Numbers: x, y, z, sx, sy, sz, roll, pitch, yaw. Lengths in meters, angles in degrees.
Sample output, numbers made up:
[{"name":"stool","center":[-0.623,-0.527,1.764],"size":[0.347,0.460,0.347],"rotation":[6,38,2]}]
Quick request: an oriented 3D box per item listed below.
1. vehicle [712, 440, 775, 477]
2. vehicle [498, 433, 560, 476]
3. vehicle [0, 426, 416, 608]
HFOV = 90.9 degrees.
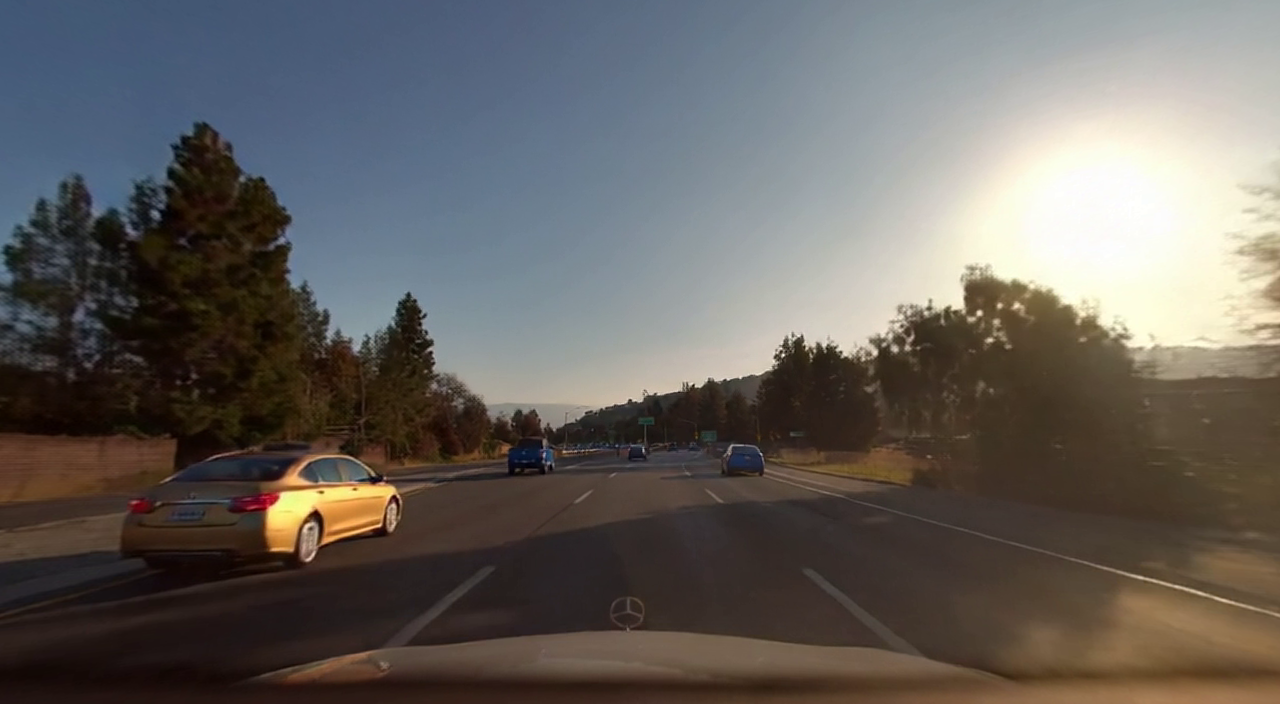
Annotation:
[{"name":"vehicle","center":[4.408,4.601,27.598],"size":[2.100,1.472,4.533],"rotation":[0,-8,1]},{"name":"vehicle","center":[-5.063,4.731,29.335],"size":[2.122,1.847,4.696],"rotation":[0,-8,-1]},{"name":"vehicle","center":[-4.409,1.688,7.473],"size":[1.948,1.475,4.461],"rotation":[0,-8,-2]}]
